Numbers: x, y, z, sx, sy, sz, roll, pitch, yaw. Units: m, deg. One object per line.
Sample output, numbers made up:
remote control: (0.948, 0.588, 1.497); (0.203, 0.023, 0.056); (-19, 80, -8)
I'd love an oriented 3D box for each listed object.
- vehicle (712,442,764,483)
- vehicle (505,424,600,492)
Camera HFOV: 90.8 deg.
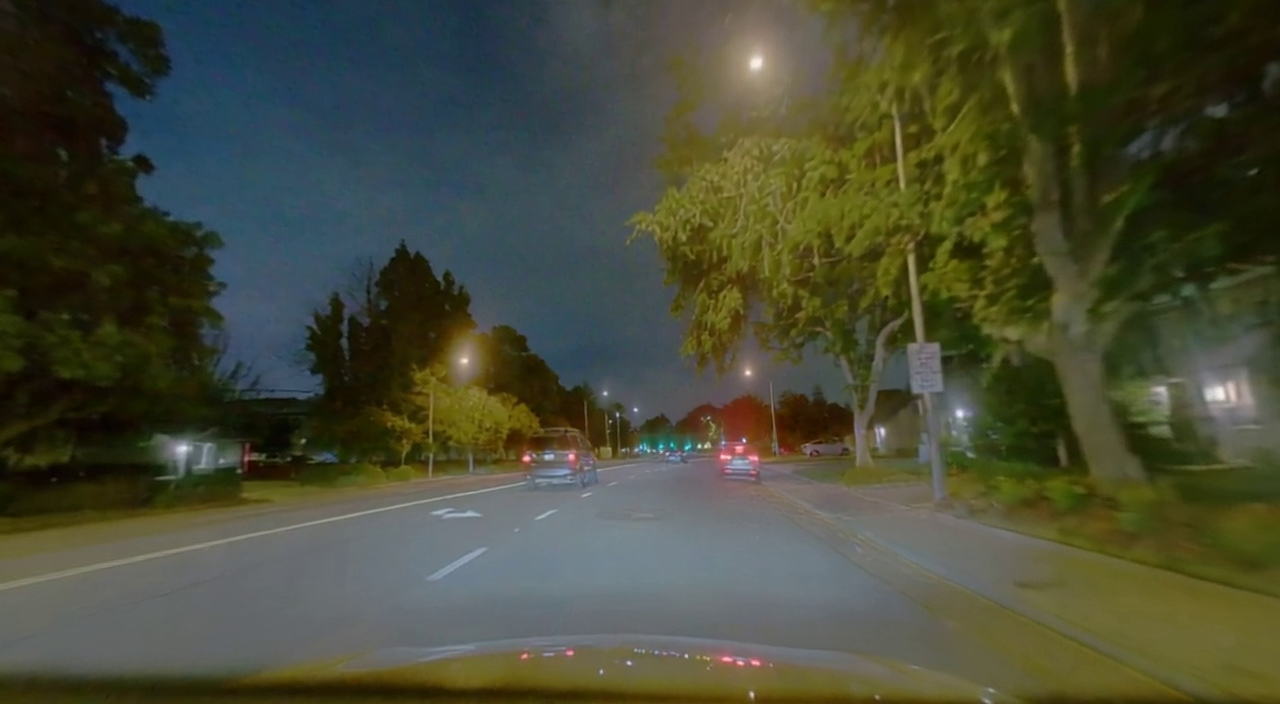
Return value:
vehicle: (4.205, 4.798, 27.761); (2.040, 1.643, 4.446); (-1, -9, 7)
vehicle: (-2.888, 3.705, 22.258); (2.085, 2.084, 5.133); (-1, -9, 6)
